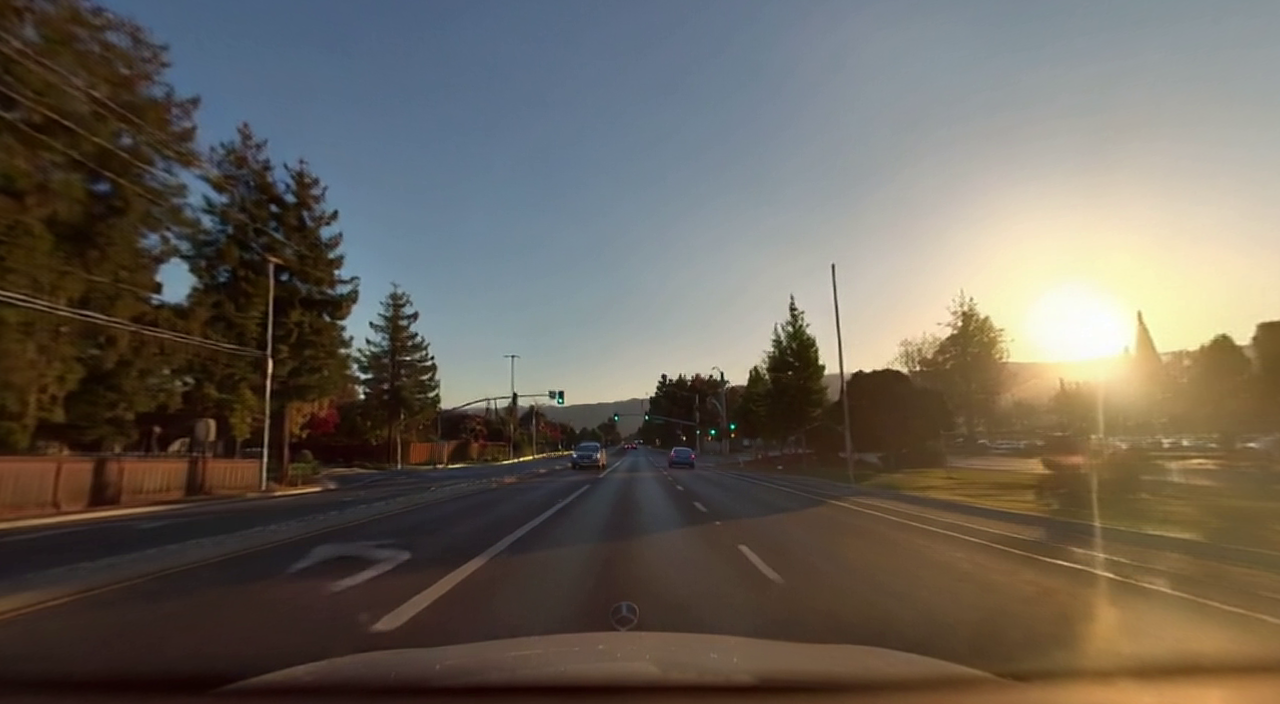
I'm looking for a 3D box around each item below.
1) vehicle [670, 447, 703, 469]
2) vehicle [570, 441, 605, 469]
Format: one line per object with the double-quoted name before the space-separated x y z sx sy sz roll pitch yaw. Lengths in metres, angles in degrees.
"vehicle" 3.288 7.604 45.304 2.105 1.490 4.008 0 -8 0
"vehicle" -3.577 7.087 43.623 2.078 1.832 4.746 0 -8 -1
